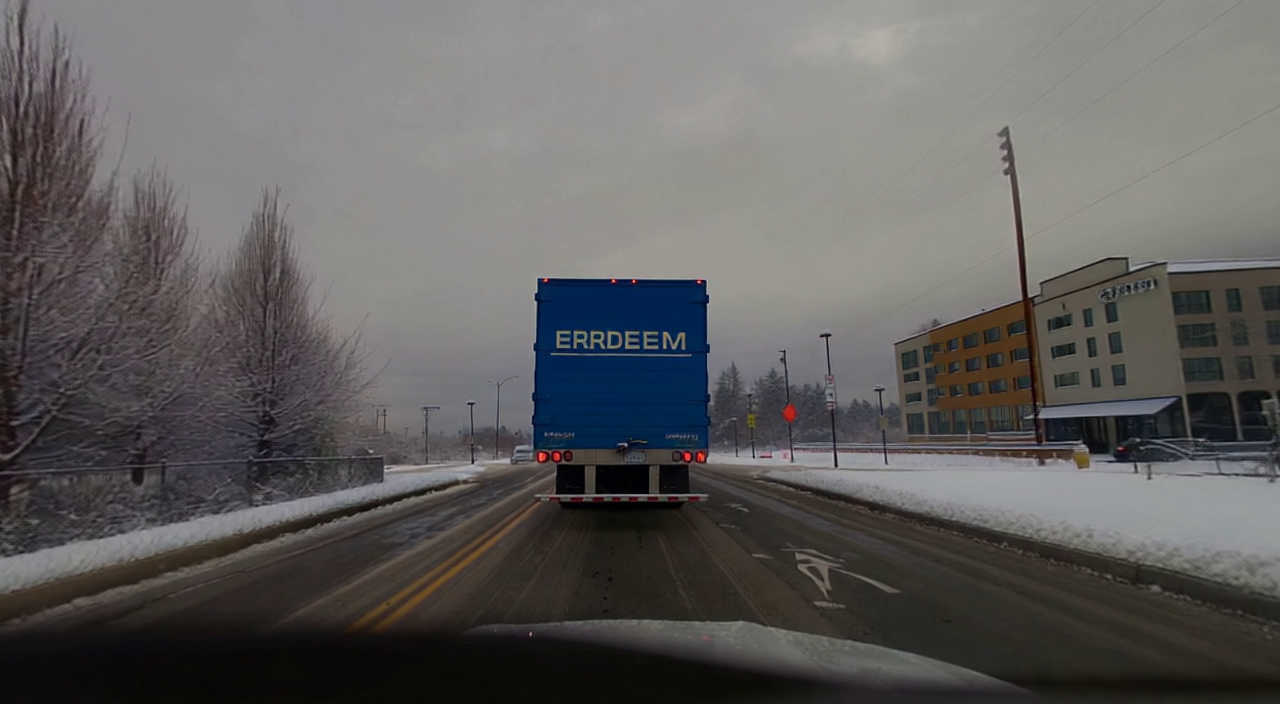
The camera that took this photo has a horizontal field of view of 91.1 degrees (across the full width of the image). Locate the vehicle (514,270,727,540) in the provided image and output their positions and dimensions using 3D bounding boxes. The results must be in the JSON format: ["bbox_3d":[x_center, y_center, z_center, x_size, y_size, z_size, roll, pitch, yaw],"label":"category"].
[{"bbox_3d":[-0.176,1.316,13.355,2.876,3.724,9.351,-1,-8,1],"label":"vehicle"}]

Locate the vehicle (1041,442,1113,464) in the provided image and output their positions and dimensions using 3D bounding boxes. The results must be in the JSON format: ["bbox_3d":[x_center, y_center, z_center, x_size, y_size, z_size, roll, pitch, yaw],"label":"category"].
[{"bbox_3d":[31.367,7.219,45.171,1.652,1.423,3.797,5,-9,-35],"label":"vehicle"}]
